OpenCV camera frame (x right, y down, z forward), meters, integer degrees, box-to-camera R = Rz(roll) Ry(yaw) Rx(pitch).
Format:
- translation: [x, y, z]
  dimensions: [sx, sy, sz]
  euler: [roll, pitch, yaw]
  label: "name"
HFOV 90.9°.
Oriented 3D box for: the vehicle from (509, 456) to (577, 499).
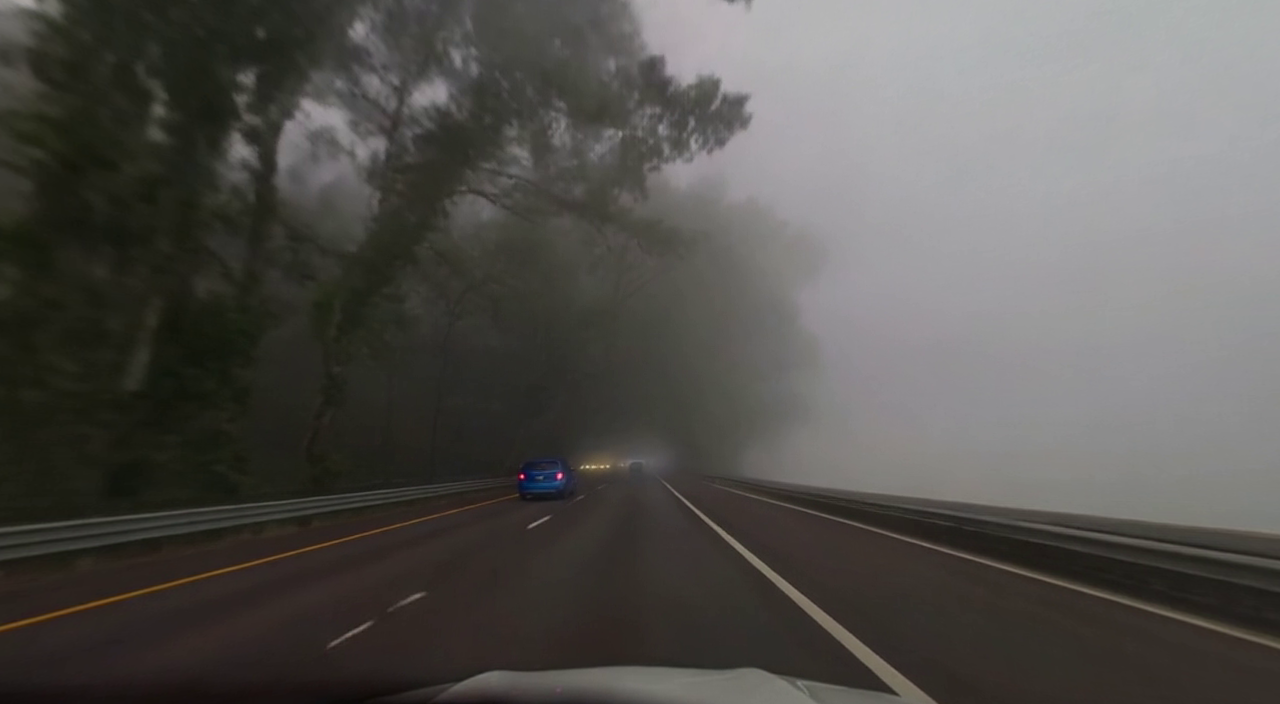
- translation: [-3.903, 5.184, 26.114]
  dimensions: [2.081, 1.586, 4.245]
  euler: [0, -10, 1]
  label: "vehicle"
